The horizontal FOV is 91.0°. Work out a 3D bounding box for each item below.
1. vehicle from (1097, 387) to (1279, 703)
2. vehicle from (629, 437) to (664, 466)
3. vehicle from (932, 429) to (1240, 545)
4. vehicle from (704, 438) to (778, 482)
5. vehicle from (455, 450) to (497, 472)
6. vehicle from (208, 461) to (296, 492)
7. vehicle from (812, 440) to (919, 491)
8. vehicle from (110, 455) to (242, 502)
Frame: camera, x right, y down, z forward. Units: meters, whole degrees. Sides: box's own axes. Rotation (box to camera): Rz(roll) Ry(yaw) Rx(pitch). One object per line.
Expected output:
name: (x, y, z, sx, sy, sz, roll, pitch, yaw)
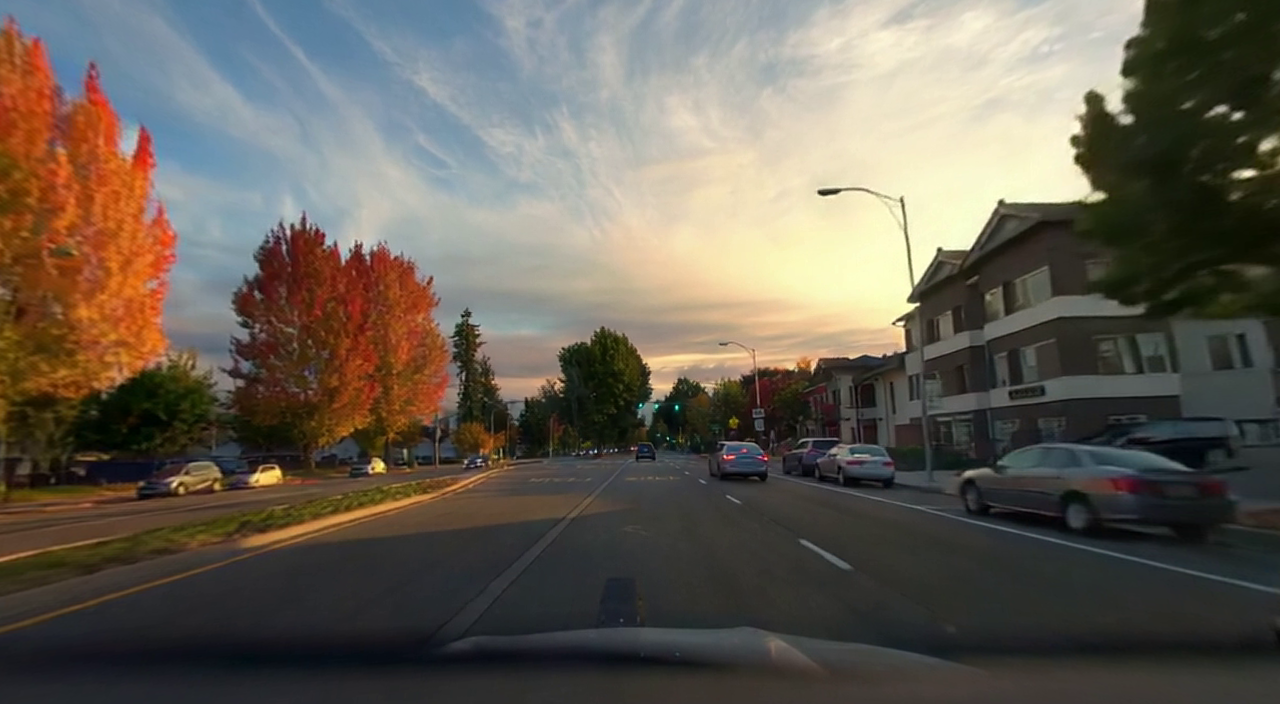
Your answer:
vehicle: (3.299, 0.666, 0.830, 1.977, 1.498, 4.521, 0, -8, 0)
vehicle: (0.444, 6.717, 42.628, 2.239, 1.856, 4.815, 0, -8, 0)
vehicle: (6.994, 2.137, 10.661, 2.028, 1.532, 4.379, 0, -8, 1)
vehicle: (3.868, 4.213, 24.909, 2.178, 1.546, 4.311, 0, -8, 0)
vehicle: (-12.177, 8.093, 47.017, 1.988, 1.508, 4.650, 0, -8, -1)
vehicle: (-21.929, 7.025, 35.826, 1.930, 1.542, 4.817, 0, -8, 0)
vehicle: (7.326, 3.716, 20.993, 1.928, 1.480, 4.464, 0, -8, 1)
vehicle: (-21.895, 5.929, 30.083, 2.142, 1.900, 5.489, 0, -8, 0)
